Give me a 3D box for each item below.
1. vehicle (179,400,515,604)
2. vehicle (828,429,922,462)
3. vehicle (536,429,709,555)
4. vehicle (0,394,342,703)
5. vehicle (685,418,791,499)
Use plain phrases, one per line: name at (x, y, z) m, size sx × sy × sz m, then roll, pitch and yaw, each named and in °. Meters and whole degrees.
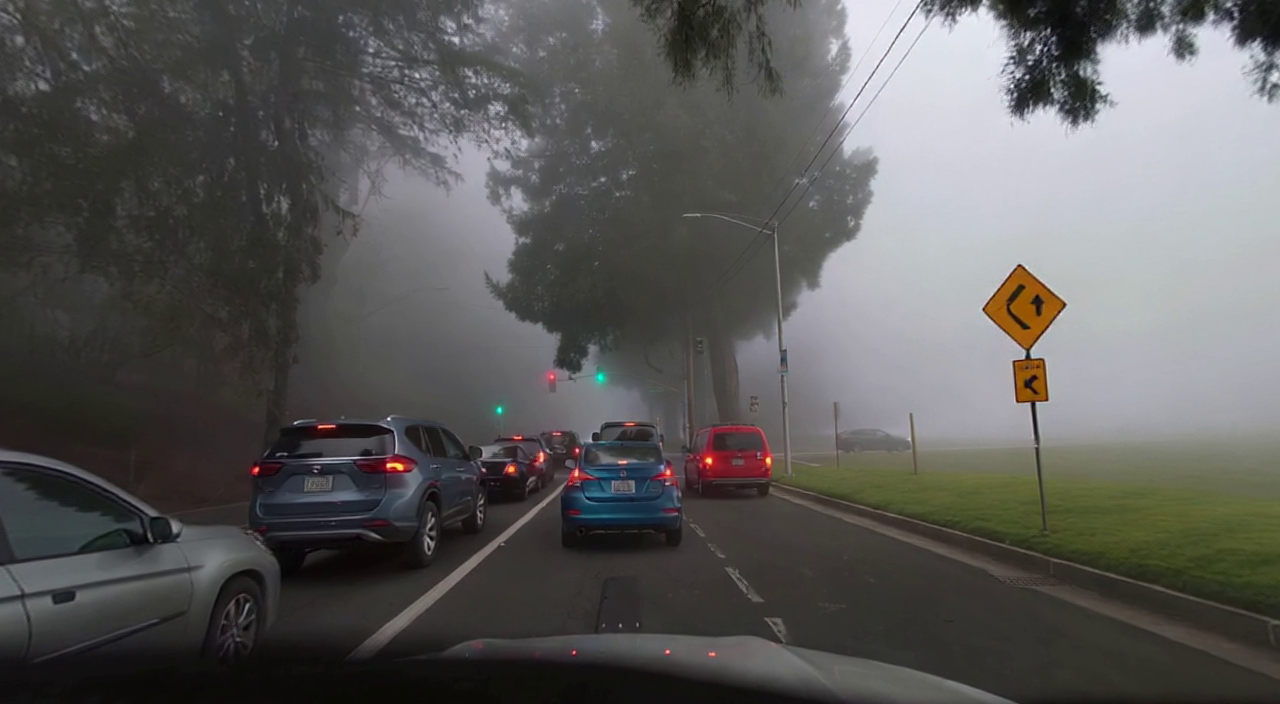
vehicle at (-2.899, 1.573, 7.452) m, size 1.964 × 1.712 × 4.097 m, roll 0°, pitch -8°, yaw 0°
vehicle at (11.378, 4.559, 30.693) m, size 3.883 × 1.534 × 1.779 m, roll 0°, pitch -8°, yaw 2°
vehicle at (-0.257, 1.922, 9.343) m, size 2.025 × 1.453 × 3.848 m, roll 0°, pitch -8°, yaw -2°
vehicle at (-2.921, 0.836, 1.616) m, size 1.974 × 1.484 × 4.716 m, roll 0°, pitch -8°, yaw 0°
vehicle at (2.449, 2.826, 16.981) m, size 2.059 × 1.864 × 4.541 m, roll 0°, pitch -8°, yaw -1°
